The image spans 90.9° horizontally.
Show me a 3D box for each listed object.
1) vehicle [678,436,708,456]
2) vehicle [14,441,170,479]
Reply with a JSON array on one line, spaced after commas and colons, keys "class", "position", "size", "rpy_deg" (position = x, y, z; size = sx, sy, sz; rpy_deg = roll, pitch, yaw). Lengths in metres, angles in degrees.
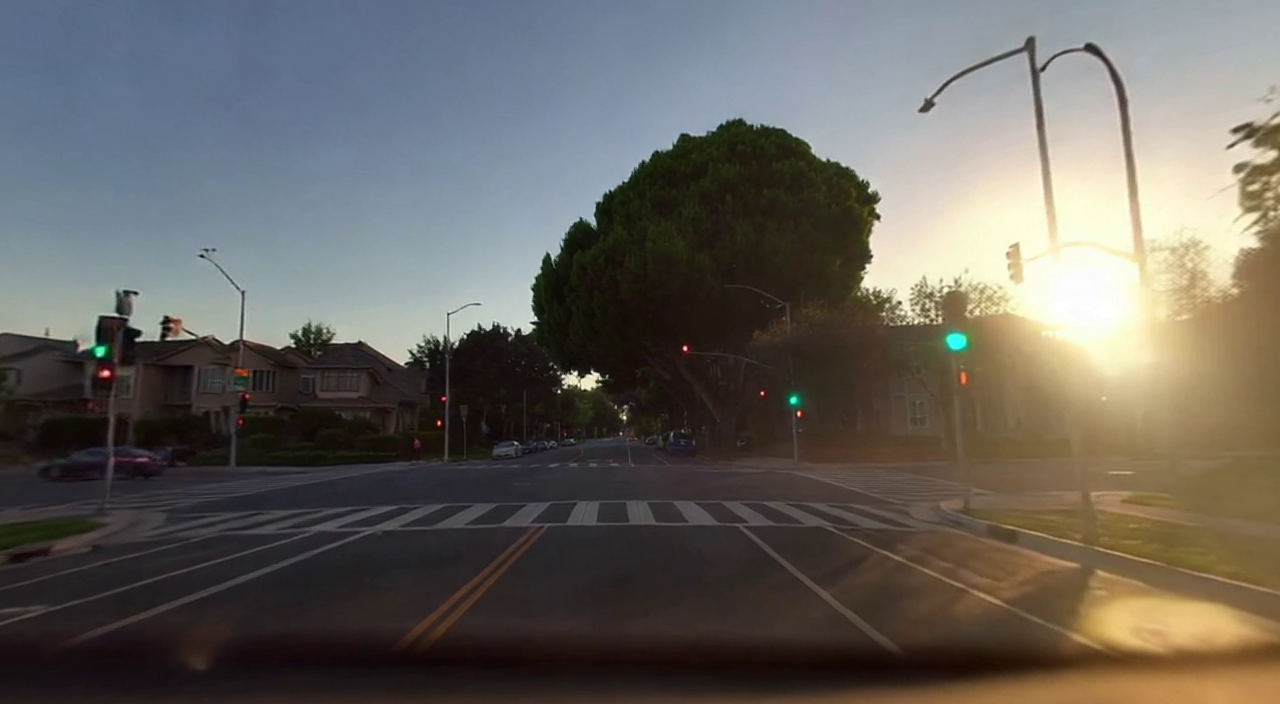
[{"class": "vehicle", "position": [4.110, 7.430, 49.676], "size": [1.987, 1.466, 4.389], "rpy_deg": [0, -8, 0]}, {"class": "vehicle", "position": [-22.582, 4.442, 26.097], "size": [4.606, 1.452, 1.917], "rpy_deg": [0, -8, -1]}]
